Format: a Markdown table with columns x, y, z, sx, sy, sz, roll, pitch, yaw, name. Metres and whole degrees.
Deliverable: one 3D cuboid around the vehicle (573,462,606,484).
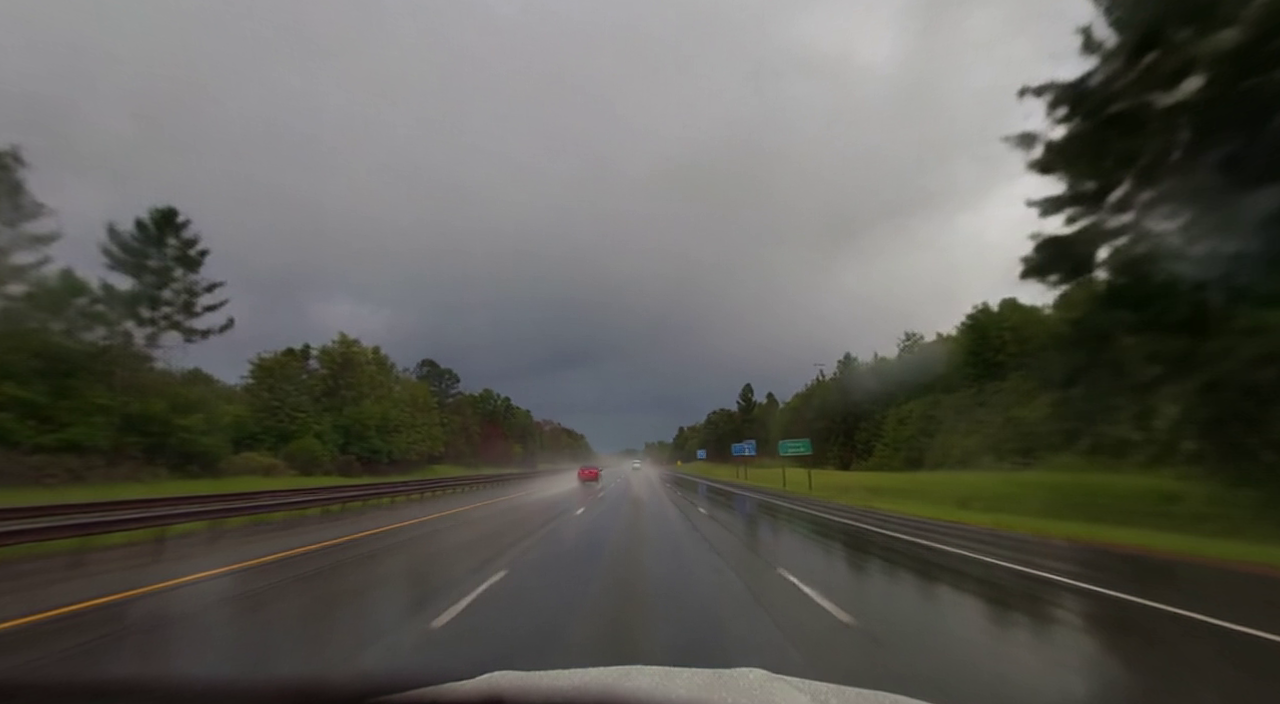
| x | y | z | sx | sy | sz | roll | pitch | yaw | name |
| --- | --- | --- | --- | --- | --- | --- | --- | --- | --- |
| -3.749 | 9.209 | 47.909 | 2.143 | 1.516 | 4.552 | 1 | -11 | 0 | vehicle |
